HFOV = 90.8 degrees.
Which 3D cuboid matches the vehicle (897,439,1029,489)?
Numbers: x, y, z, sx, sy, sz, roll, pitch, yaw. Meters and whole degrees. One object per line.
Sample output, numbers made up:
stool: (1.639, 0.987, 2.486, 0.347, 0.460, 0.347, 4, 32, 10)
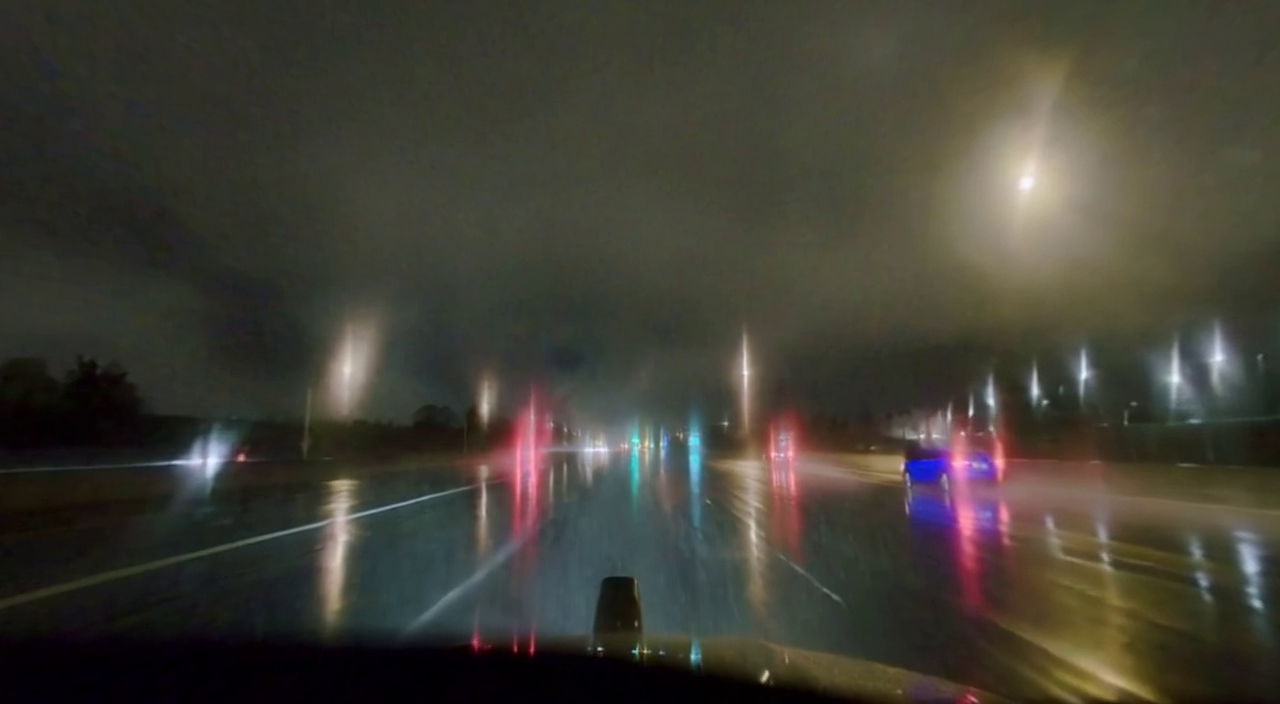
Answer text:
vehicle: (10.703, 3.733, 21.395, 1.985, 1.493, 4.486, 0, -9, -1)
